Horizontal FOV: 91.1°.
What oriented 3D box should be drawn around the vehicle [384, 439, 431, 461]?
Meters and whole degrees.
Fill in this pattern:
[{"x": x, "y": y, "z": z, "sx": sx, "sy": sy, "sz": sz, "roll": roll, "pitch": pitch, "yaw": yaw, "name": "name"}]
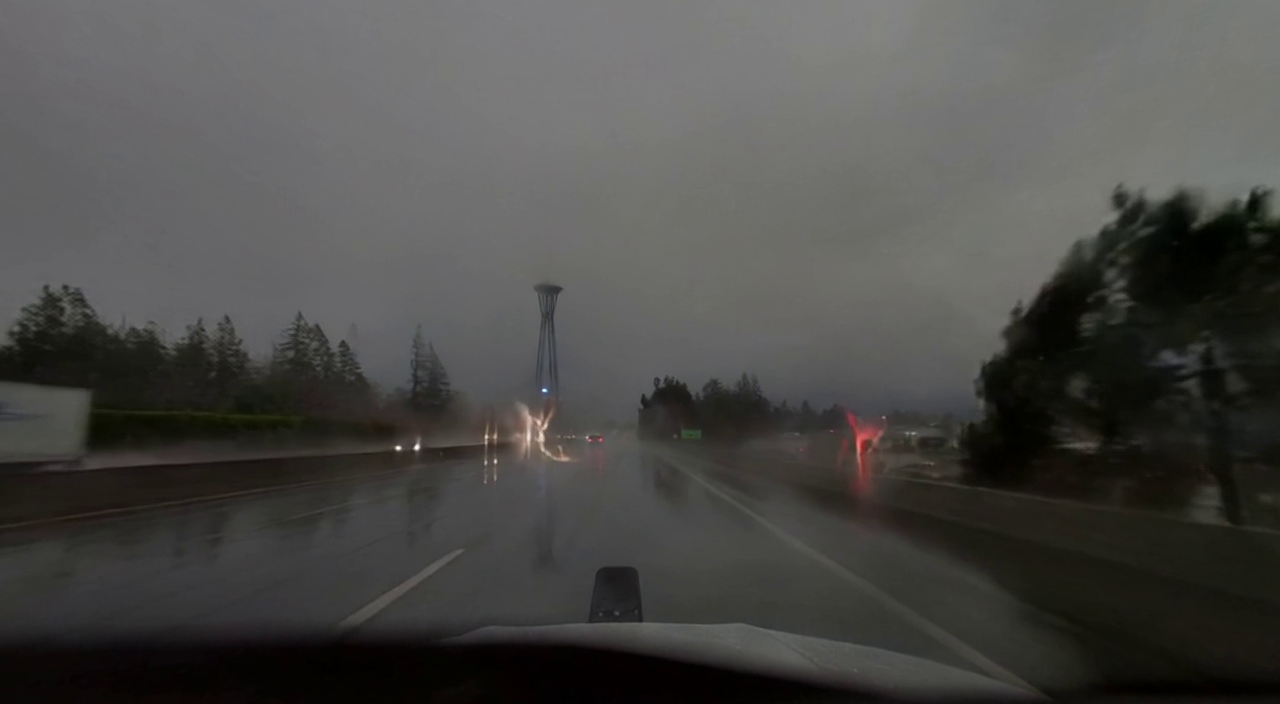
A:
[{"x": -16.875, "y": 7.118, "z": 45.807, "sx": 1.906, "sy": 1.533, "sz": 4.183, "roll": 0, "pitch": -8, "yaw": -1, "name": "vehicle"}]
